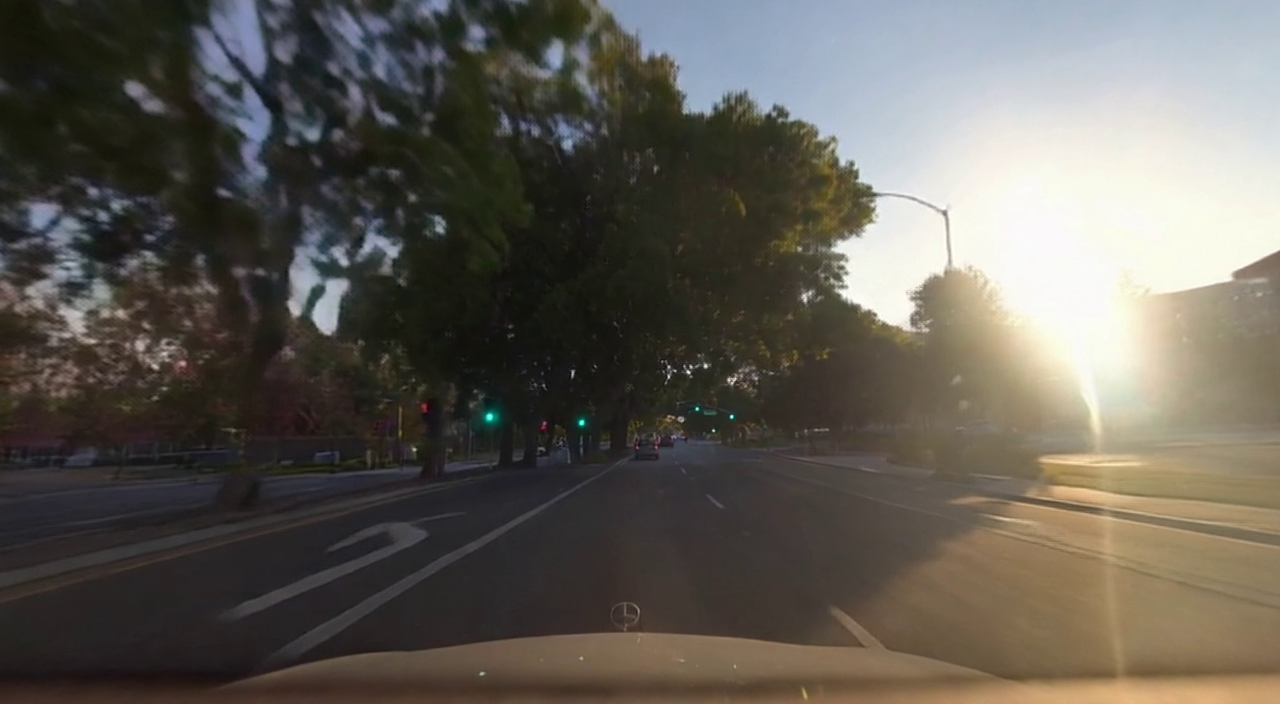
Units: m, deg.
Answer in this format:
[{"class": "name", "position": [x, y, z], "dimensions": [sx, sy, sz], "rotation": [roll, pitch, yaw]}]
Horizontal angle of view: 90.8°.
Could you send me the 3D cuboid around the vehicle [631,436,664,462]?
[{"class": "vehicle", "position": [0.528, 6.392, 41.729], "dimensions": [2.037, 1.568, 3.693], "rotation": [-1, -8, 2]}]
